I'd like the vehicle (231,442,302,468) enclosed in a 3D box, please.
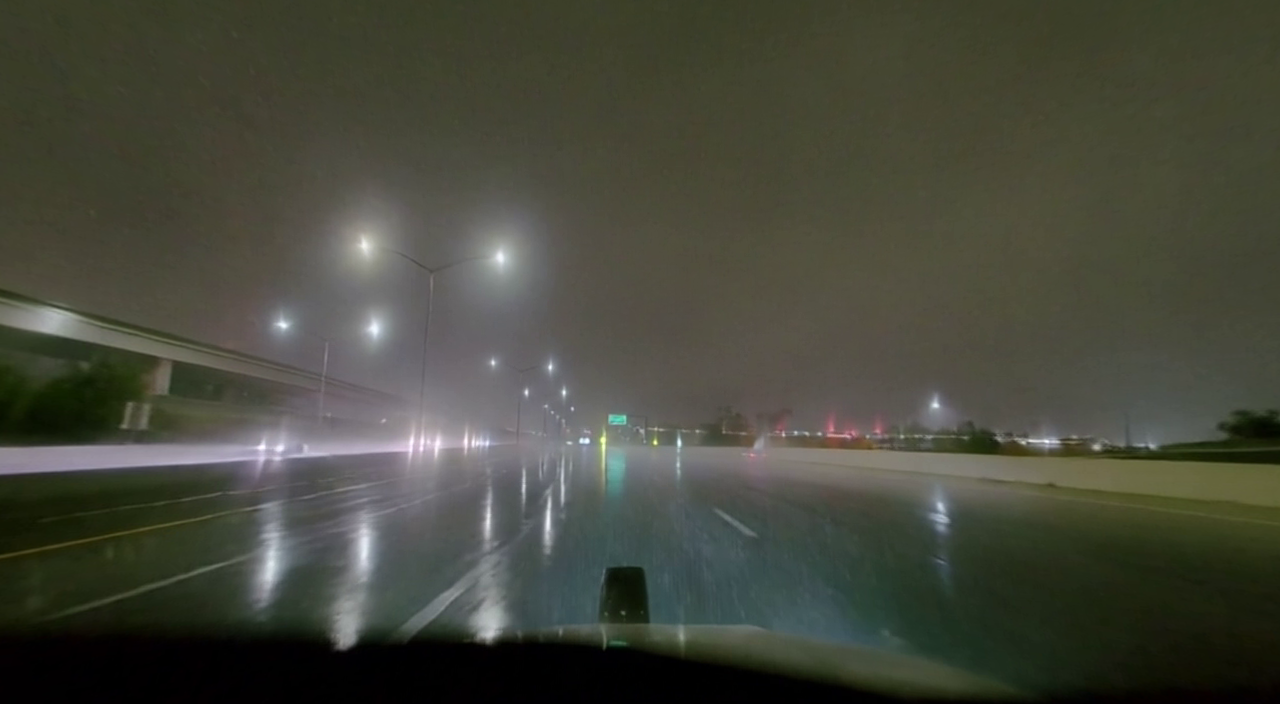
[{"bbox_3d":[-23.321,6.413,39.566,1.886,1.529,4.589,0,-8,-4],"label":"vehicle"}]
